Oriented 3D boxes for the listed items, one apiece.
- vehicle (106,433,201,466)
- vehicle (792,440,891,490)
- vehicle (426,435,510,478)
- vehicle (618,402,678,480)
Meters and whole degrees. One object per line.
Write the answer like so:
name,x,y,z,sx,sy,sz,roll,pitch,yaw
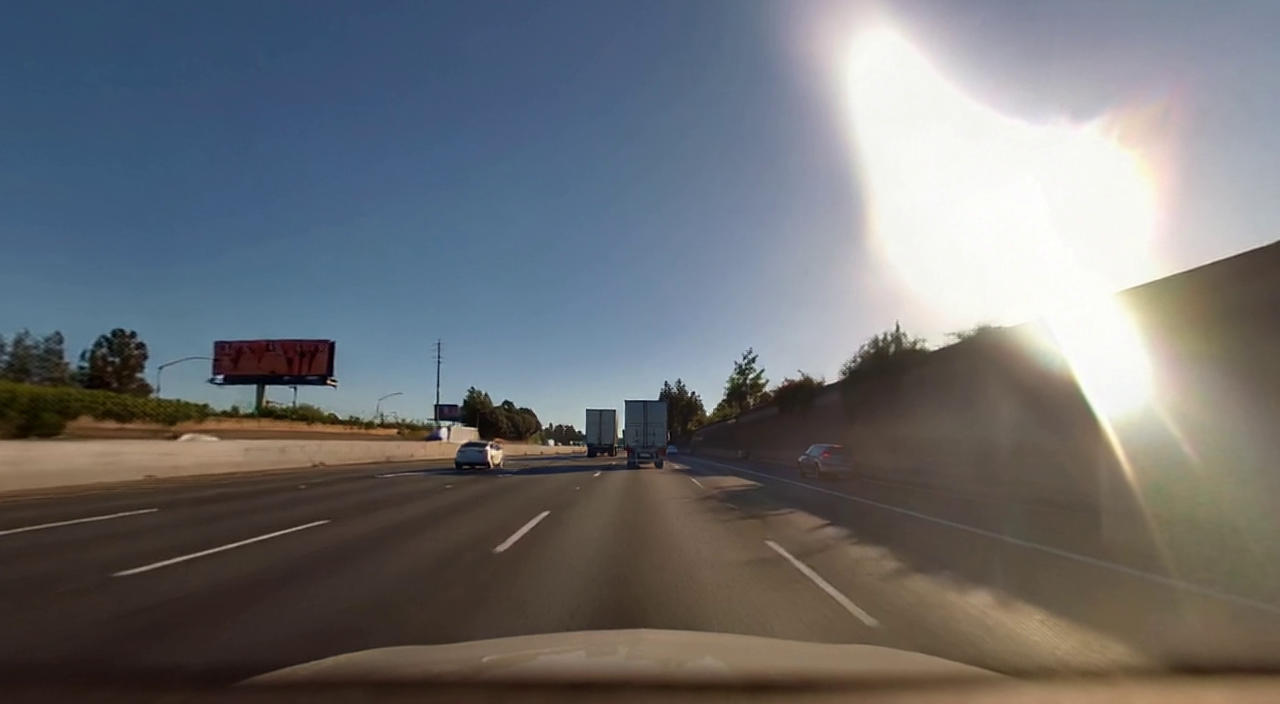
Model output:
vehicle,-22.218,4.451,28.949,1.532,1.421,3.467,0,-8,1
vehicle,6.947,3.922,22.300,1.969,1.560,4.394,0,-8,-1
vehicle,-6.719,4.120,25.237,1.992,1.547,4.673,0,-8,1
vehicle,0.366,5.132,38.155,3.054,3.944,11.230,-1,-6,-1
